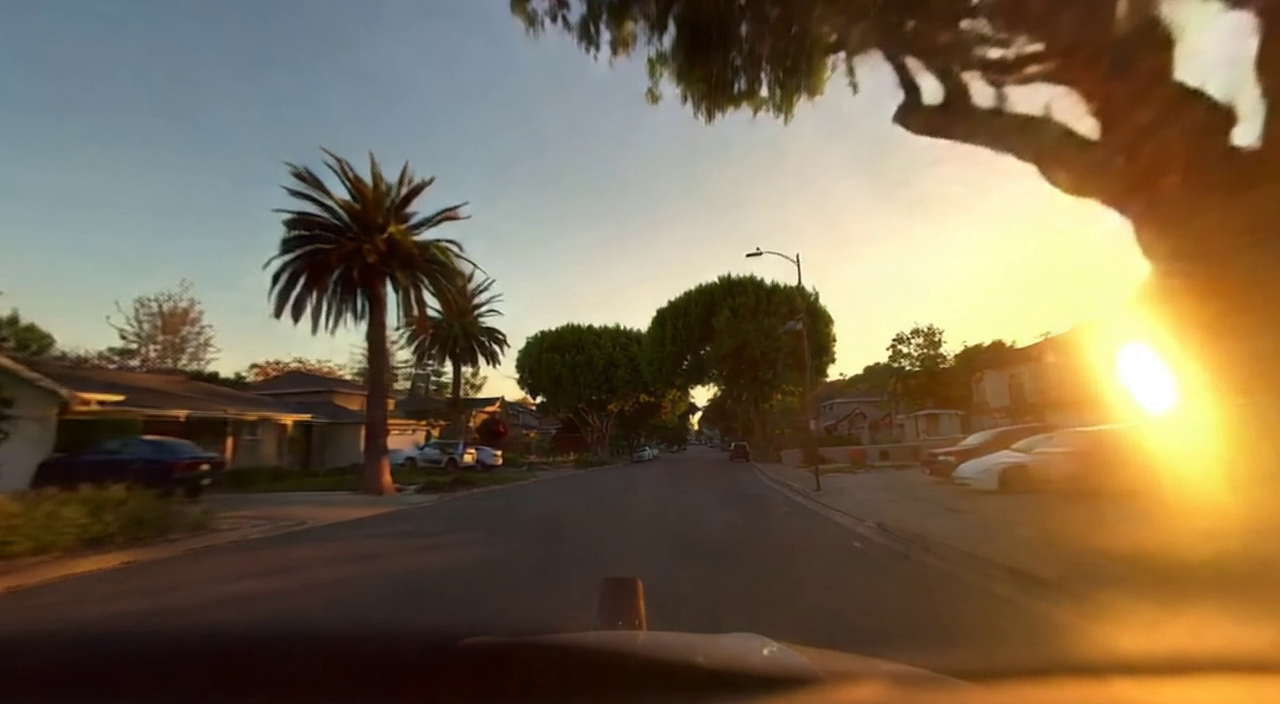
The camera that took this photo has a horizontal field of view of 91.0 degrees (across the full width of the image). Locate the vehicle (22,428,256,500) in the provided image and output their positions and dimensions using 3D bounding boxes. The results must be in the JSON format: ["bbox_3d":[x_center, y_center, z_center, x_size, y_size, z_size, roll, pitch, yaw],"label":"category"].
[{"bbox_3d":[-13.401,2.977,16.970,5.015,1.746,1.968,-2,-9,10],"label":"vehicle"}]

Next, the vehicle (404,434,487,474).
[{"bbox_3d":[-10.980,5.804,35.740,3.918,1.719,1.988,-3,-21,3],"label":"vehicle"}]

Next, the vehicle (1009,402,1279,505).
[{"bbox_3d":[10.721,2.045,12.844,5.050,1.896,2.041,0,-9,-2],"label":"vehicle"}]
